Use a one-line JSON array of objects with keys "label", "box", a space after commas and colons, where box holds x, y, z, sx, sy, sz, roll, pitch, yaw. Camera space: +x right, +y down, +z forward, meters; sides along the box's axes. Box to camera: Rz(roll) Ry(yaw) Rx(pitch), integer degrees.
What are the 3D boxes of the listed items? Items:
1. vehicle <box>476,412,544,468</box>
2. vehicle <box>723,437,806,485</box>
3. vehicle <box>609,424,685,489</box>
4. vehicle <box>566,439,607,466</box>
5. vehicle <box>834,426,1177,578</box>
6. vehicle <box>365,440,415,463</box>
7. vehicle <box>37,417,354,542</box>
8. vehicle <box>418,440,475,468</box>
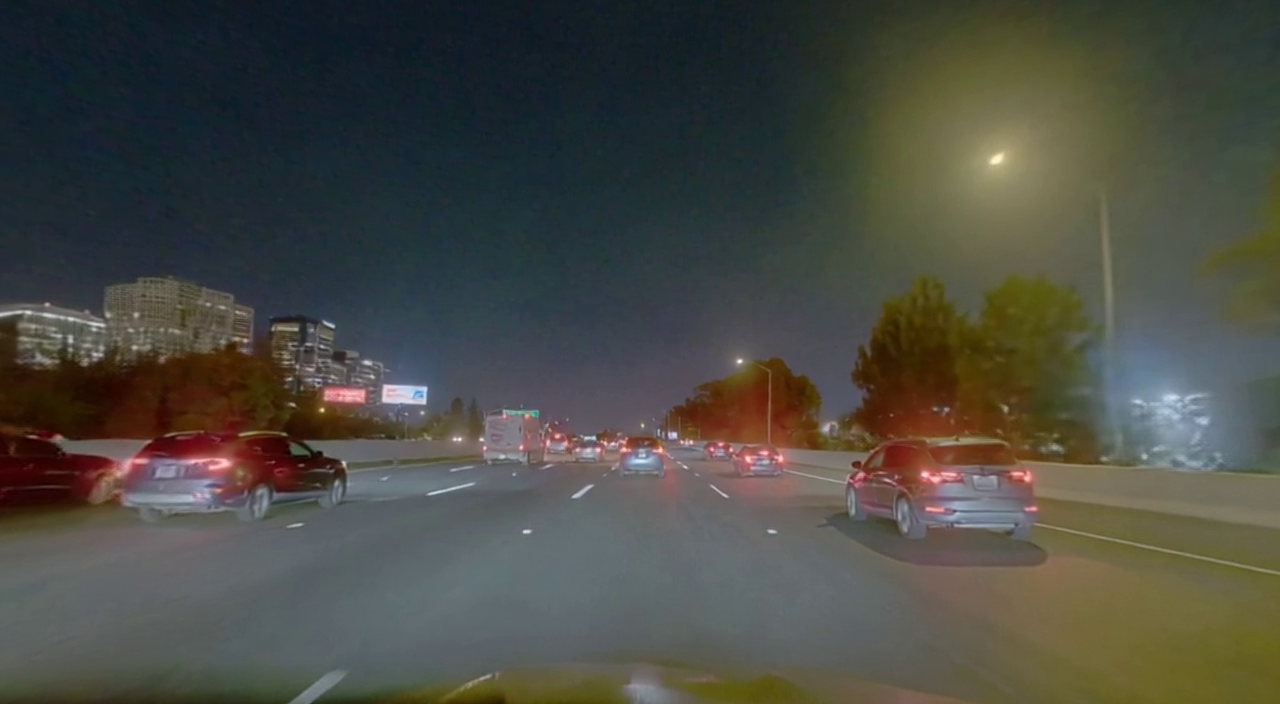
[{"label": "vehicle", "box": [-7.112, 4.967, 35.524, 2.358, 2.817, 7.055, 0, -8, 0]}, {"label": "vehicle", "box": [4.235, 3.790, 22.263, 1.942, 1.487, 4.518, 0, -8, -1]}, {"label": "vehicle", "box": [0.218, 3.360, 20.662, 2.209, 1.863, 4.626, 0, -8, 1]}, {"label": "vehicle", "box": [-3.187, 6.151, 38.762, 2.079, 1.499, 4.512, 0, -8, 1]}, {"label": "vehicle", "box": [4.300, 1.809, 8.520, 1.915, 1.482, 4.537, 0, -8, 0]}, {"label": "vehicle", "box": [-17.118, 6.826, 43.383, 1.848, 1.487, 3.805, 0, -8, 0]}, {"label": "vehicle", "box": [-6.910, 2.012, 10.613, 2.021, 1.632, 4.417, 0, -8, 1]}, {"label": "vehicle", "box": [-10.918, 5.759, 35.819, 1.923, 1.480, 3.905, 0, -8, 1]}]
